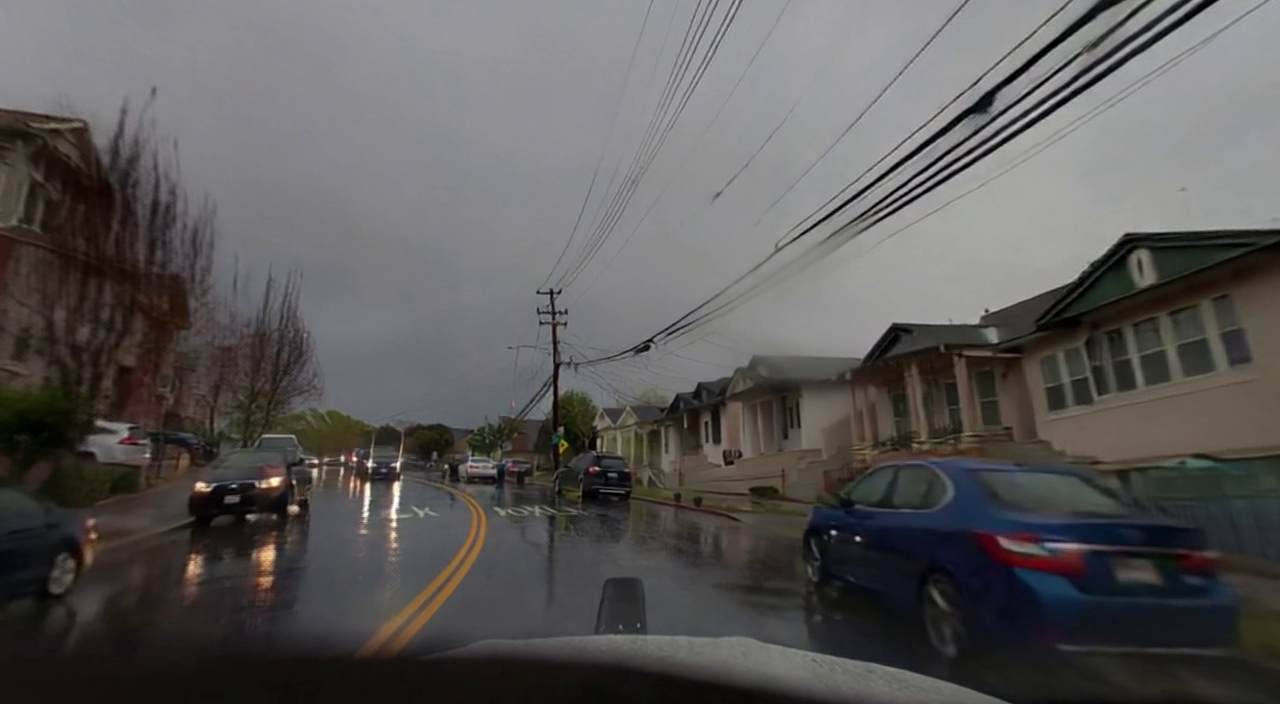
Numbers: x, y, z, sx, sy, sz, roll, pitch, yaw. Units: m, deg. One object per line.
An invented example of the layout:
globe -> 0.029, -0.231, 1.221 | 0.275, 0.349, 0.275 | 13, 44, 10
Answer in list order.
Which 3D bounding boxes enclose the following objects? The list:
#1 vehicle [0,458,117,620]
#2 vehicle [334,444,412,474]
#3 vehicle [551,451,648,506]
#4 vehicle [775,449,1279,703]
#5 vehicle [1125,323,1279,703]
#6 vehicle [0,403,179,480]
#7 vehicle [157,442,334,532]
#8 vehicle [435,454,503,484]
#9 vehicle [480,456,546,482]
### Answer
vehicle -> -6.909, 1.782, 5.439 | 2.003, 1.447, 3.642 | -5, -8, -6
vehicle -> -19.493, 7.767, 46.016 | 5.504, 1.869, 2.449 | -6, -17, 35
vehicle -> -1.578, 4.406, 22.464 | 1.994, 1.682, 4.750 | 4, -10, -22
vehicle -> 2.926, 1.611, 5.558 | 2.078, 1.484, 4.589 | 1, -9, -5
vehicle -> 3.141, 0.535, 0.313 | 1.974, 1.769, 4.610 | 0, -9, -2
vehicle -> -16.453, 2.448, 17.221 | 5.822, 1.956, 2.355 | 4, -10, -27
vehicle -> -8.650, 2.912, 14.417 | 2.023, 1.674, 4.556 | 2, -9, -14
vehicle -> -9.916, 6.685, 36.465 | 1.923, 1.531, 4.568 | 7, -11, -40
vehicle -> -8.819, 8.131, 44.124 | 2.023, 1.586, 4.163 | -8, -11, 40
